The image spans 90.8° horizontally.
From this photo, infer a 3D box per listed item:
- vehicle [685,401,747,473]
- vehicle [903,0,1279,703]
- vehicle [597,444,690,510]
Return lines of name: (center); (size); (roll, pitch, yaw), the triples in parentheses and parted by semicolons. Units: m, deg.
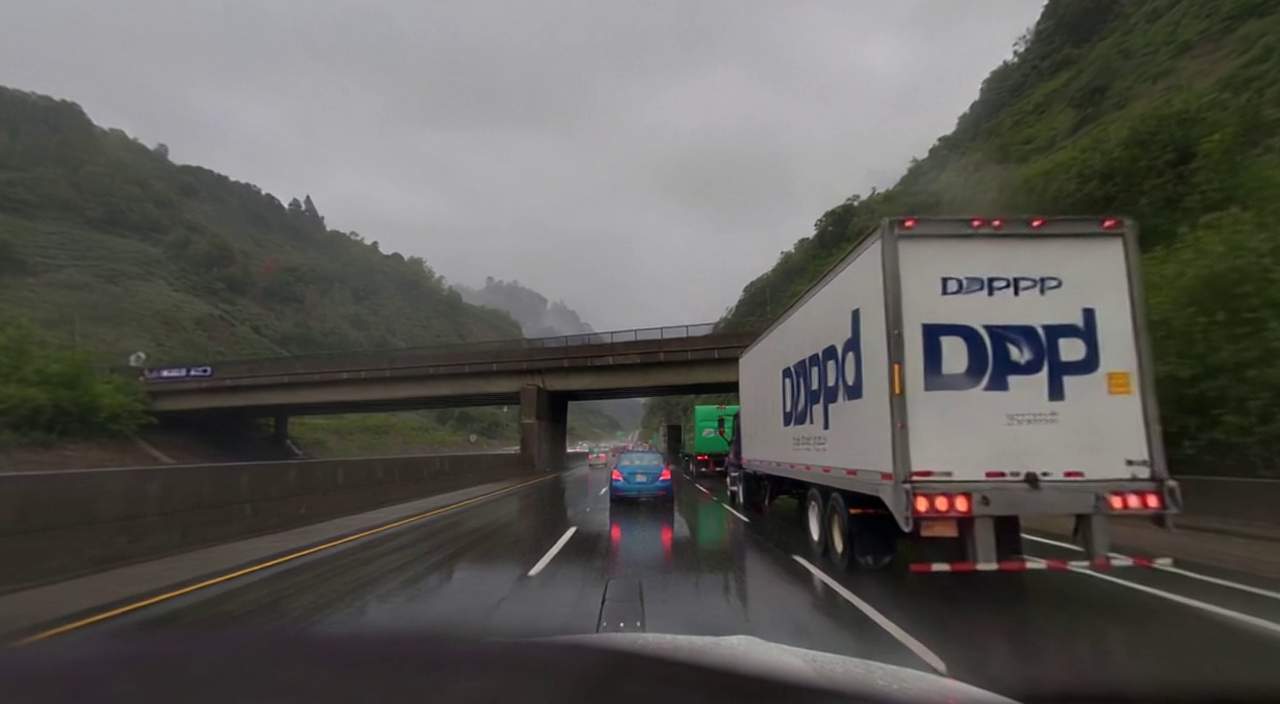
vehicle: (4.543, 5.420, 39.615); (2.801, 4.039, 8.684); (0, -9, 0)
vehicle: (4.107, -0.205, 2.139); (2.802, 3.956, 8.291); (0, -9, 0)
vehicle: (0.068, 3.041, 15.760); (2.029, 1.437, 3.794); (0, -9, 0)
